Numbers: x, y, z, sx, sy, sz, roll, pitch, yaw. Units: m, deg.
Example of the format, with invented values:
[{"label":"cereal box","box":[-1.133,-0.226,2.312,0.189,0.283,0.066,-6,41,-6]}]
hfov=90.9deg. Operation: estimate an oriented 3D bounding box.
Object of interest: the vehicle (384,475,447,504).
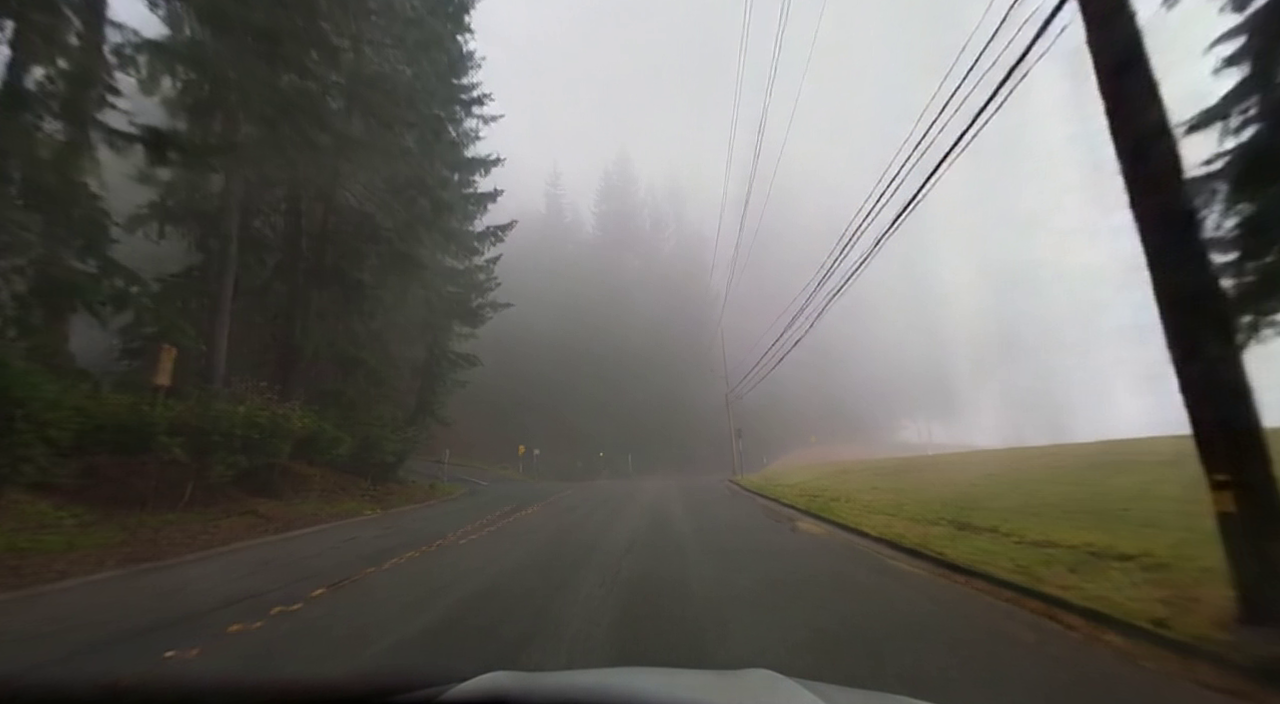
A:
[{"label":"vehicle","box":[-15.501,9.456,43.532,4.043,1.673,1.970,-6,-10,32]}]
